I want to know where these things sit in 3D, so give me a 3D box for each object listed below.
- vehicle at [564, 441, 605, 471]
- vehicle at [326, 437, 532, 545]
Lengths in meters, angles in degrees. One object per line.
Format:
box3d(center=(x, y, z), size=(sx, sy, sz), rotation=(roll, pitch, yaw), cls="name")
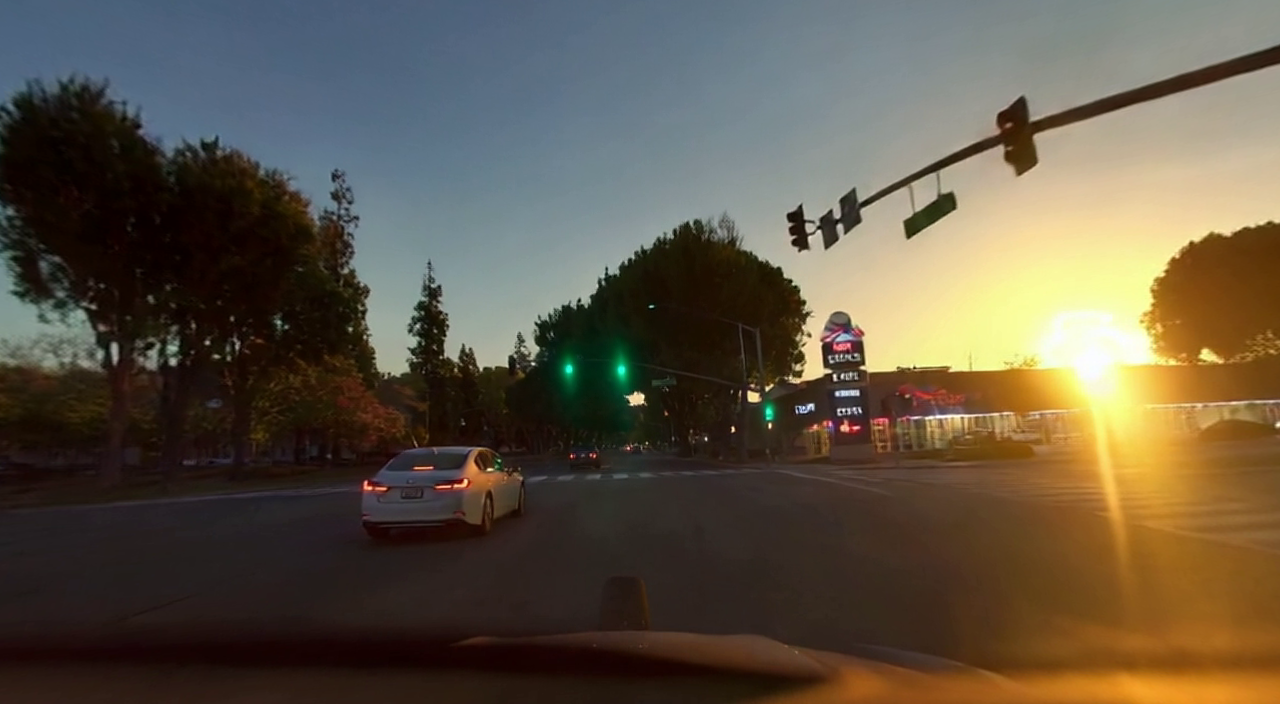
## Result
box3d(center=(-3.332, 6.341, 38.568), size=(2.109, 1.692, 4.220), rotation=(0, -8, 0), cls="vehicle")
box3d(center=(-3.287, 2.244, 10.926), size=(2.018, 1.477, 4.401), rotation=(0, -8, 0), cls="vehicle")
